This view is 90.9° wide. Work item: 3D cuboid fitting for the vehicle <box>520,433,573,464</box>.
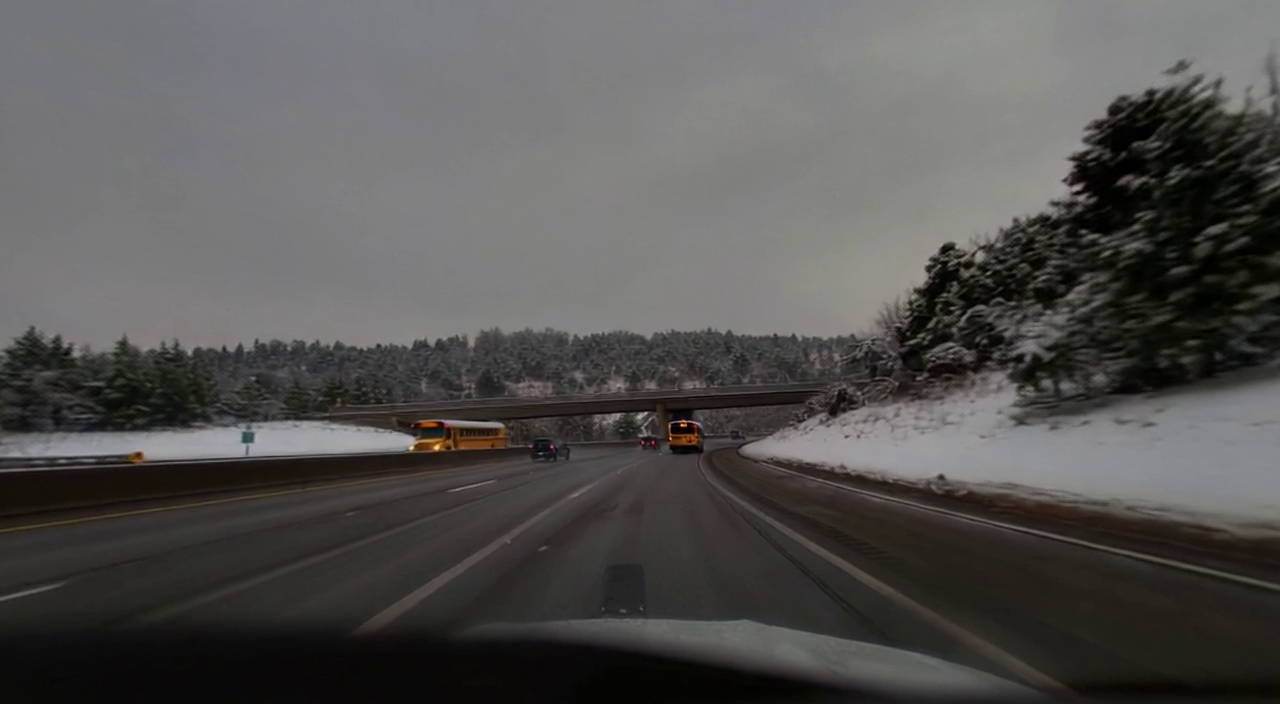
[{"bbox_3d":[-5.526,5.791,37.980,2.106,1.704,4.637,-1,-8,5],"label":"vehicle"}]
